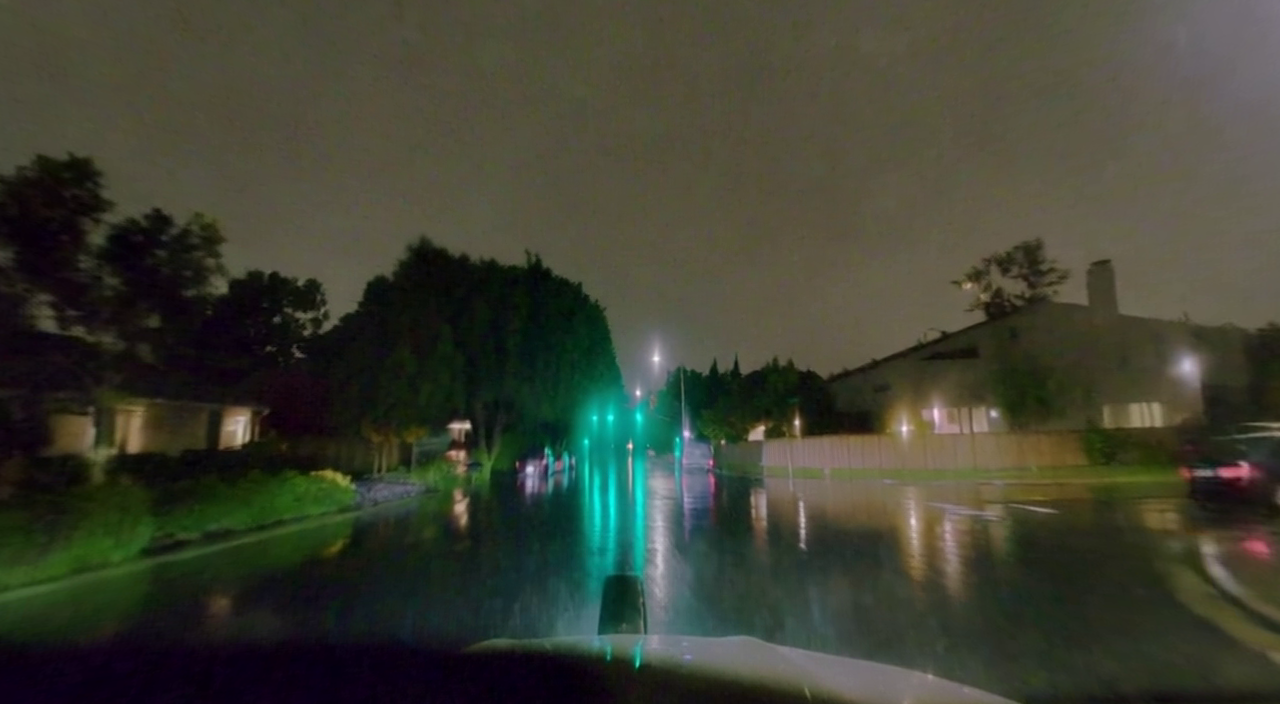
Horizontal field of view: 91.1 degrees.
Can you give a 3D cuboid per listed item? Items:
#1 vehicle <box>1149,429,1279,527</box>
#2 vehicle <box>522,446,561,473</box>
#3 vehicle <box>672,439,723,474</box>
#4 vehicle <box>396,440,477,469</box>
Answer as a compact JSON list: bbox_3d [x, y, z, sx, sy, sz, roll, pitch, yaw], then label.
[{"bbox_3d":[12.547,2.196,11.632,4.708,1.527,2.113,-1,-8,-10],"label":"vehicle"},{"bbox_3d":[-6.054,6.686,39.157,1.947,1.557,3.900,0,-9,-2],"label":"vehicle"},{"bbox_3d":[3.098,5.727,34.704,2.140,1.749,4.369,0,-9,-3],"label":"vehicle"},{"bbox_3d":[-13.884,7.012,43.126,5.019,1.867,2.006,1,-9,-8],"label":"vehicle"}]
